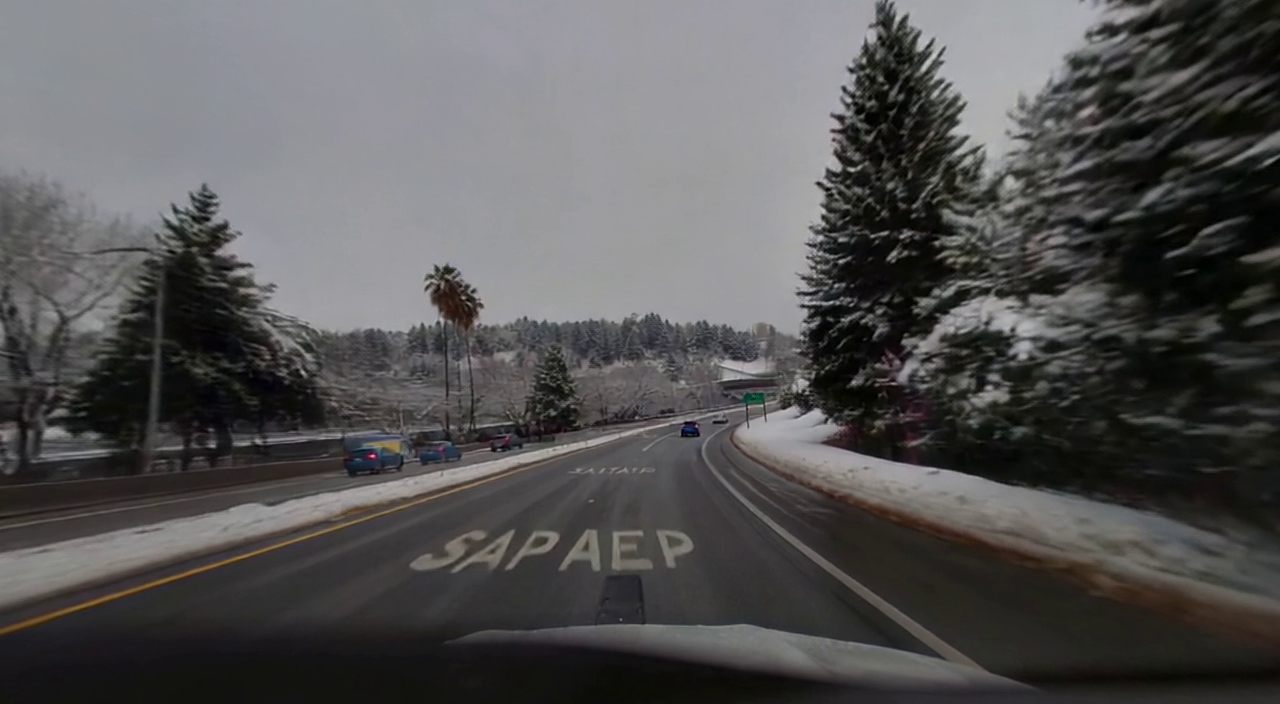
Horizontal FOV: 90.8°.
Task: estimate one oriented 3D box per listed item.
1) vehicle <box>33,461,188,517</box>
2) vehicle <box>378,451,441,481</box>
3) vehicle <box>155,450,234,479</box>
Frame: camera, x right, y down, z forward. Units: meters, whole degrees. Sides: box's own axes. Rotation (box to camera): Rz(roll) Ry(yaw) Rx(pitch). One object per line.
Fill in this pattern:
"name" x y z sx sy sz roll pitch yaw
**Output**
"vehicle" -19.613 5.051 23.723 1.956 1.716 4.330 -1 -8 2
"vehicle" -15.040 7.434 41.488 2.227 1.760 4.507 -1 -8 3
"vehicle" -31.791 8.015 45.288 2.098 1.856 4.746 -1 -8 2
